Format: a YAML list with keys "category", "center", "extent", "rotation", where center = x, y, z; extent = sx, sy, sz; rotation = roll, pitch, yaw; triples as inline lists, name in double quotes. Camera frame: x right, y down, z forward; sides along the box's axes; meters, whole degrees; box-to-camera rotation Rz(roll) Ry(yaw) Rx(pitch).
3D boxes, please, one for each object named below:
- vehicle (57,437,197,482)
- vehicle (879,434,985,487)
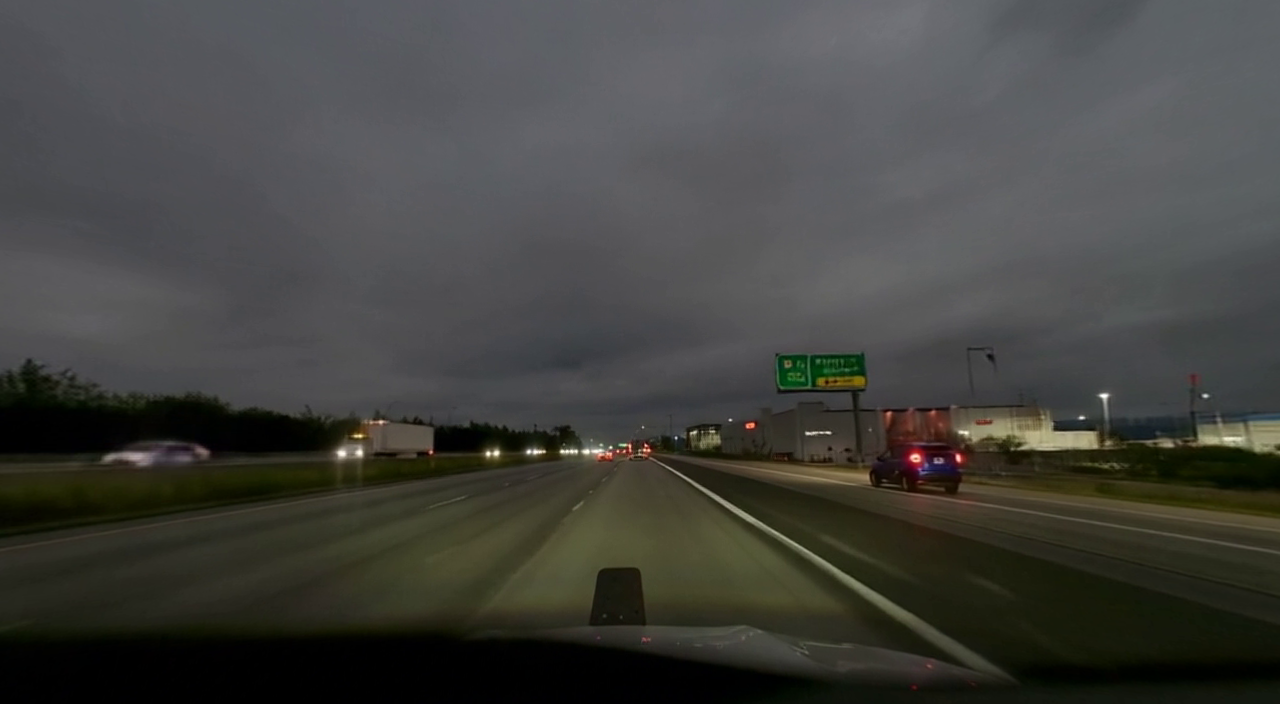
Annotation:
- category: "vehicle"
  center: [-19.772, 4.168, 24.631]
  extent: [1.851, 1.570, 4.280]
  rotation: [0, -9, 0]
- category: "vehicle"
  center: [14.063, 5.277, 30.899]
  extent: [2.411, 2.326, 5.300]
  rotation: [0, -9, -3]
